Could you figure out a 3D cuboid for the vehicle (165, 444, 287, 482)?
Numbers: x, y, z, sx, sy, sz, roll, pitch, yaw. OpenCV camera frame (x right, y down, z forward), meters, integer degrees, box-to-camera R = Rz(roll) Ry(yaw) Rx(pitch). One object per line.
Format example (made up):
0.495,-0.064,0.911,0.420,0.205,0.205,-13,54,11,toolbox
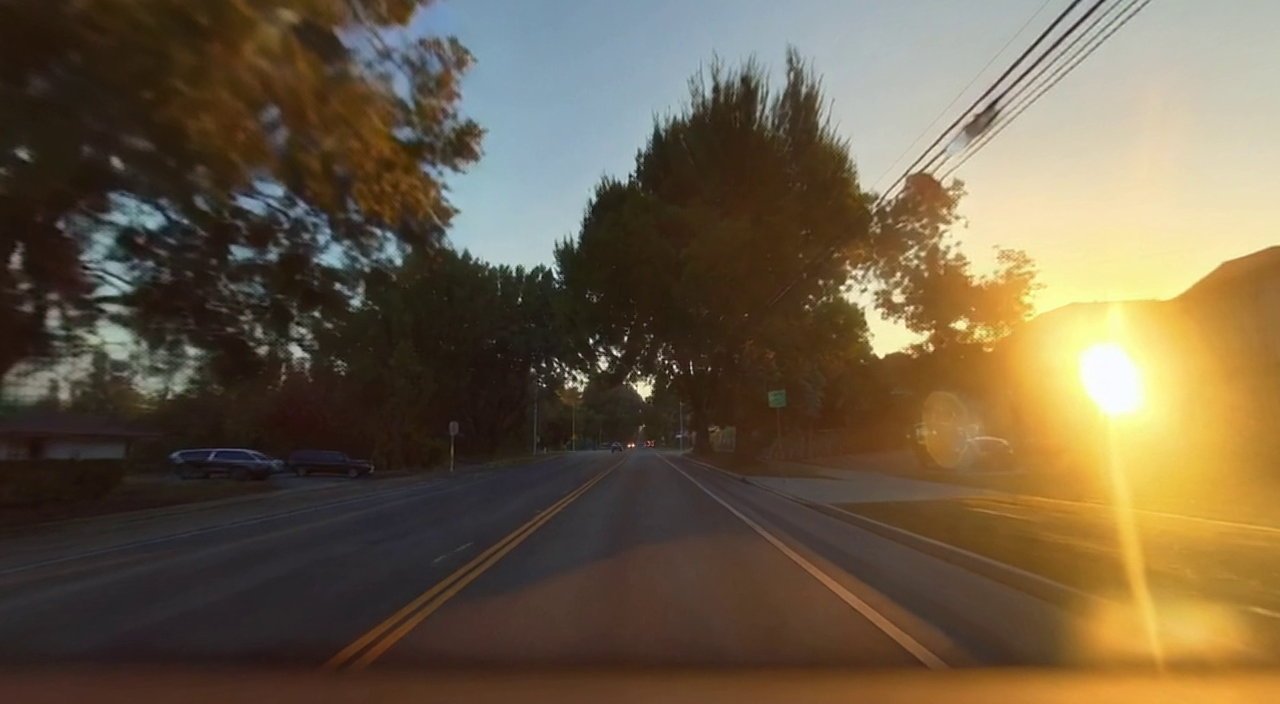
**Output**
-19.062,5.109,29.147,4.233,1.623,1.943,-1,-8,2,vehicle

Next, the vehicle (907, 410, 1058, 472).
9.798,2.635,18.534,1.805,1.571,4.467,0,-8,-2,vehicle

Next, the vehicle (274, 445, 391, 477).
-15.192,5.415,31.302,4.787,1.474,1.967,-1,-8,3,vehicle
